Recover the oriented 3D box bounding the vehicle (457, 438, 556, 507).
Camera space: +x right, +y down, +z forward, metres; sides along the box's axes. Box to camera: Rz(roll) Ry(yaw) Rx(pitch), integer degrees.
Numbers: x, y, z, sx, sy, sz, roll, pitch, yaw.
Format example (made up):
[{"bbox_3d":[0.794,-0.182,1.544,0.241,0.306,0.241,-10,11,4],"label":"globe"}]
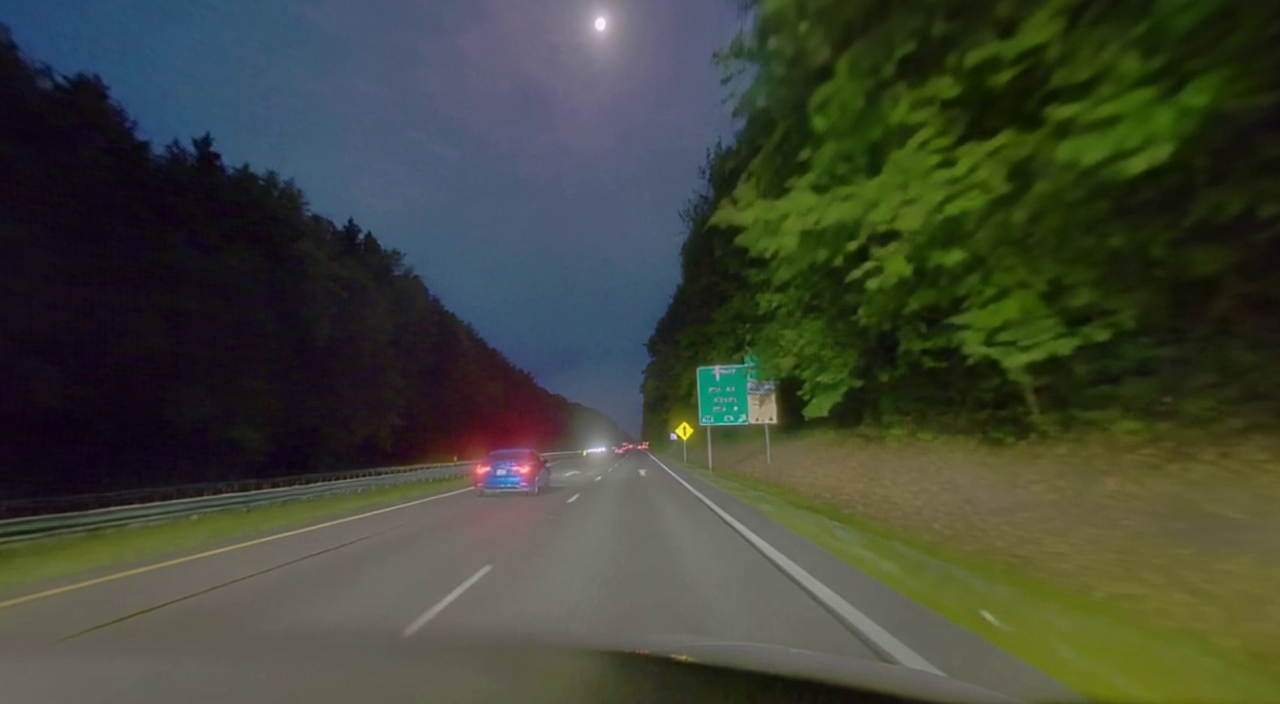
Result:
[{"bbox_3d":[-3.251,2.999,16.053,1.675,1.537,3.574,-1,-9,1],"label":"vehicle"}]
